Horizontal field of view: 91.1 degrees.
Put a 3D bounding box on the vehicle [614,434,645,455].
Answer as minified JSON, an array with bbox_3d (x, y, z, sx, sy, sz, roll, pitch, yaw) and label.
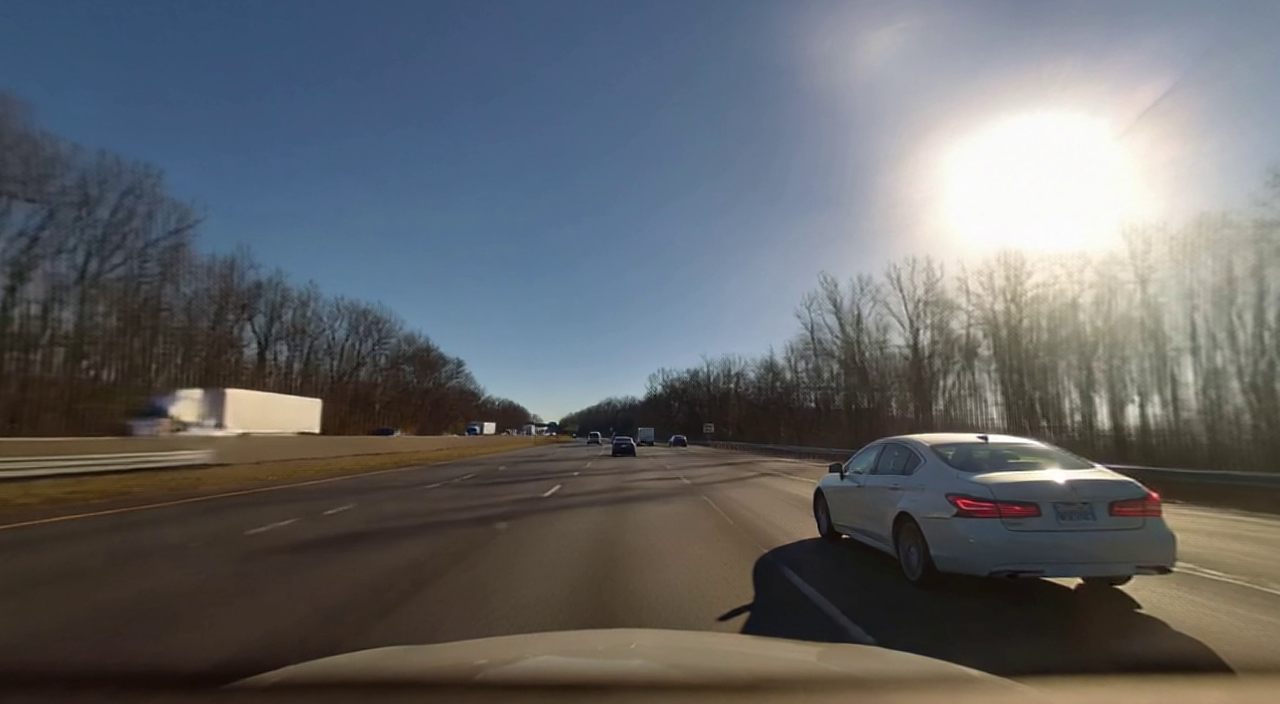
[{"bbox_3d":[-0.794,6.676,45.479,2.121,1.445,4.187,0,-8,-2],"label":"vehicle"}]

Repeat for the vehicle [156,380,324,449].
[{"bbox_3d":[-26.889,4.603,43.782,2.895,3.999,13.938,0,-8,-1],"label":"vehicle"}]

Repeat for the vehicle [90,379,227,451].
[{"bbox_3d":[-26.558,3.616,35.110,2.874,3.657,5.964,0,-7,-1],"label":"vehicle"}]

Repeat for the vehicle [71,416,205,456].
[{"bbox_3d":[-22.173,3.753,28.068,2.012,1.606,4.868,0,-8,-1],"label":"vehicle"}]

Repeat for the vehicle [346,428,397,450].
[{"bbox_3d":[-18.777,6.105,44.183,1.804,1.465,4.031,0,-8,-1],"label":"vehicle"}]
